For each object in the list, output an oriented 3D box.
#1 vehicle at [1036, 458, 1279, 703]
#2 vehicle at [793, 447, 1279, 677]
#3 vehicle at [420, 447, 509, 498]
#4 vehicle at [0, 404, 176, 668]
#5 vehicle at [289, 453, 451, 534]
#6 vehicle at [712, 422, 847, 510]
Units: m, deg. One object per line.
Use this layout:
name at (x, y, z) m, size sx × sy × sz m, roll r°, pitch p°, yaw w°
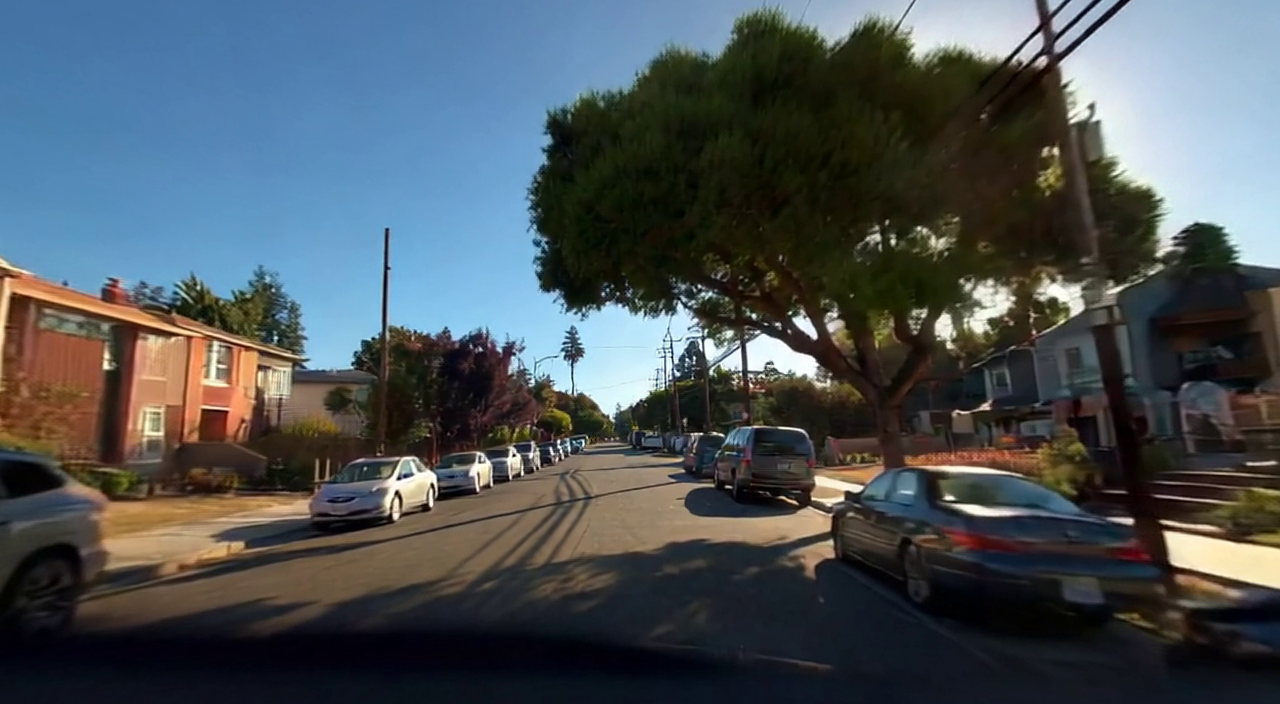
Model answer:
vehicle at (3.295, 0.847, 0.960) m, size 2.126 × 1.448 × 4.853 m, roll 0°, pitch -11°, yaw -2°
vehicle at (3.200, 1.695, 6.440) m, size 2.021 × 1.417 × 4.716 m, roll 0°, pitch -8°, yaw -1°
vehicle at (-6.390, 4.440, 23.584) m, size 1.924 × 1.525 × 4.688 m, roll -5°, pitch -9°, yaw 0°
vehicle at (-5.893, 1.372, 4.113) m, size 2.096 × 1.966 × 4.944 m, roll -4°, pitch -7°, yaw -1°
vehicle at (-6.394, 3.346, 15.747) m, size 2.002 × 1.585 × 5.080 m, roll 0°, pitch -8°, yaw -2°
vehicle at (3.290, 2.845, 16.214) m, size 2.107 × 1.866 × 5.199 m, roll 0°, pitch -9°, yaw -2°
